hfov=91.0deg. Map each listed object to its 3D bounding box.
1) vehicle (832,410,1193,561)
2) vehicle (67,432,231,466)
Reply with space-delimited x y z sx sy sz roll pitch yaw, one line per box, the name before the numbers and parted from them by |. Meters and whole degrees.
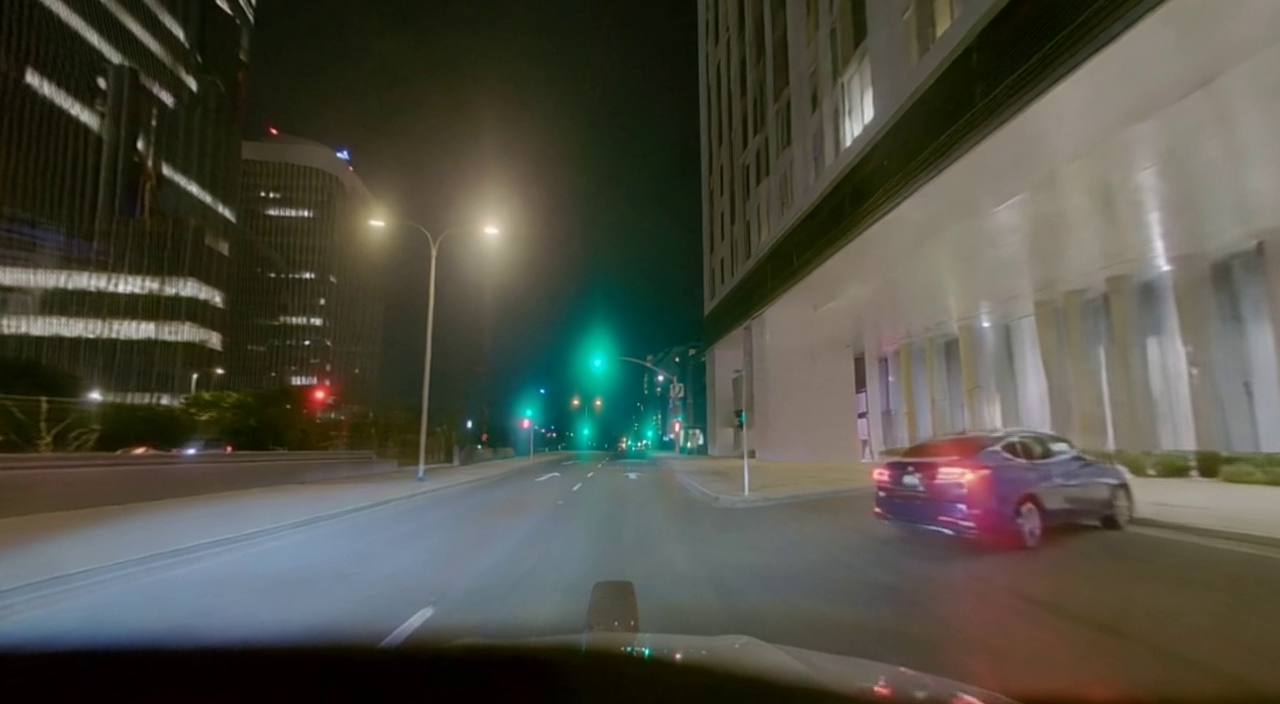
vehicle | 4.782 1.597 8.158 4.033 1.514 1.974 3 -9 -25
vehicle | -19.409 3.869 25.263 2.660 1.211 4.739 -1 -8 2
